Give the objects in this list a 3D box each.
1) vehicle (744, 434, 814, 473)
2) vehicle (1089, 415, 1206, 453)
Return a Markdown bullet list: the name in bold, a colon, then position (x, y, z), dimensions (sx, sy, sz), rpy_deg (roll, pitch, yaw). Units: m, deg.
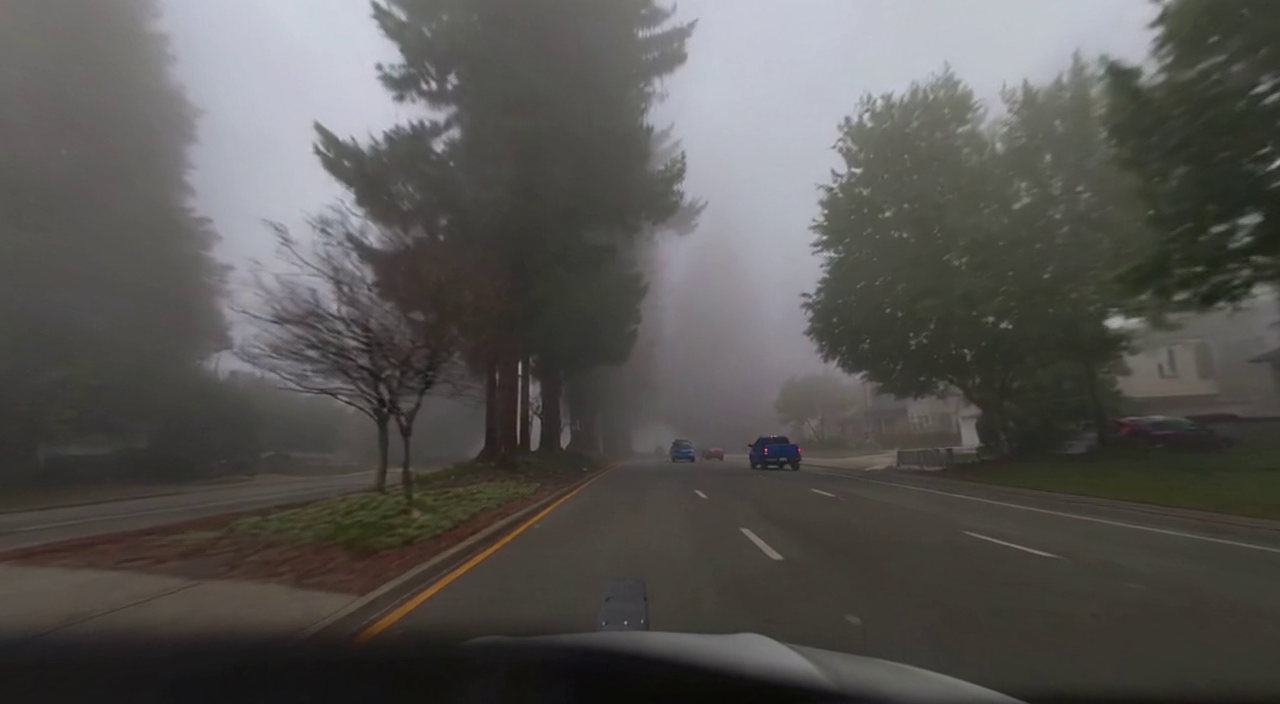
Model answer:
- **vehicle**: position (6.890, 5.099, 31.921), dimensions (2.262, 1.769, 5.666), rpy_deg (0, -8, 0)
- **vehicle**: position (25.696, 4.237, 32.182), dimensions (1.991, 1.759, 4.963), rpy_deg (0, -9, 3)
